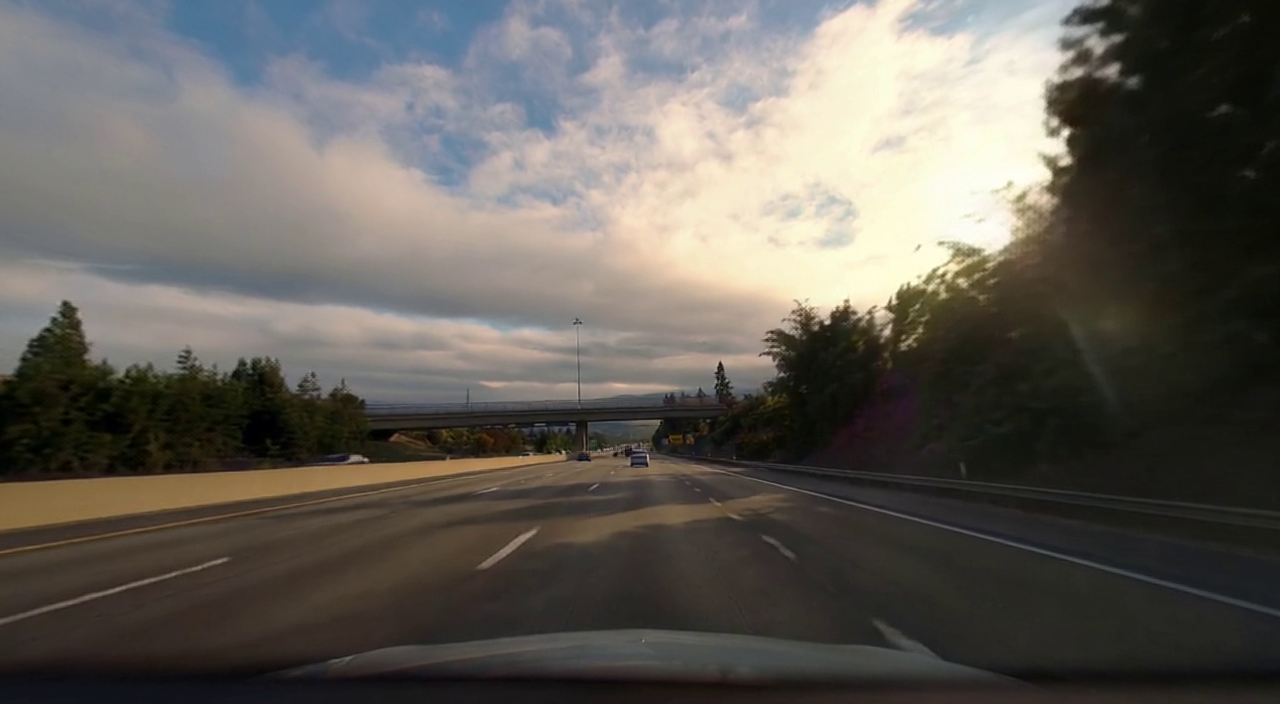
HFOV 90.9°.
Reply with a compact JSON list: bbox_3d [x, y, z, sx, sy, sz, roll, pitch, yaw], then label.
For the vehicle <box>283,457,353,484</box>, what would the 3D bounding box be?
[{"bbox_3d":[-19.248,7.081,37.865,1.833,1.416,4.504,0,-9,0],"label":"vehicle"}]
